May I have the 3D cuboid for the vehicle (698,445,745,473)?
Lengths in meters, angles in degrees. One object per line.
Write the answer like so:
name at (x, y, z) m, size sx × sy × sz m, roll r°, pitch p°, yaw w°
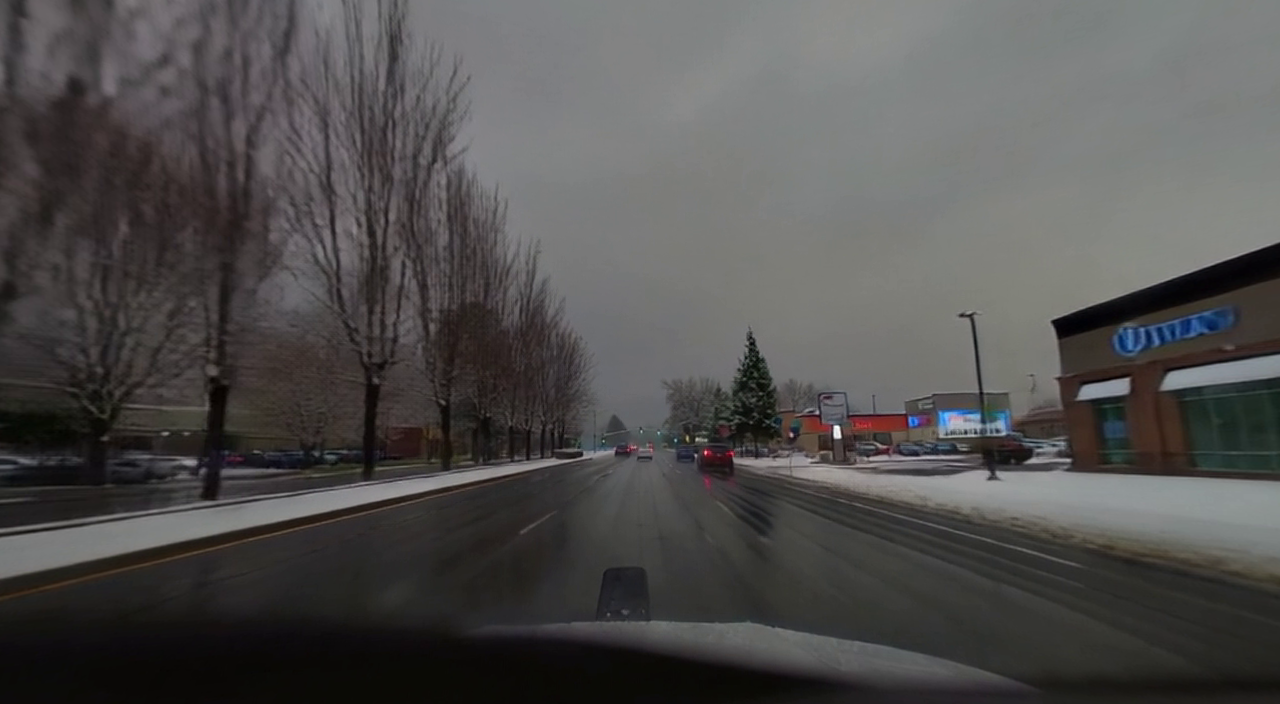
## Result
vehicle at (4.455, 5.934, 35.150) m, size 1.916 × 1.459 × 4.335 m, roll 0°, pitch -8°, yaw -1°

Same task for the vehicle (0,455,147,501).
vehicle at (-22.695, 5.005, 25.462) m, size 1.674 × 1.483 × 4.741 m, roll -4°, pitch -8°, yaw 1°

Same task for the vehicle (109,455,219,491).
vehicle at (-22.707, 5.764, 30.325) m, size 1.841 × 1.510 × 4.389 m, roll 0°, pitch -8°, yaw 0°

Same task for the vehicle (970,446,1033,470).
vehicle at (26.600, 7.807, 46.565) m, size 1.959 × 1.646 × 4.226 m, roll 1°, pitch -8°, yaw -4°
